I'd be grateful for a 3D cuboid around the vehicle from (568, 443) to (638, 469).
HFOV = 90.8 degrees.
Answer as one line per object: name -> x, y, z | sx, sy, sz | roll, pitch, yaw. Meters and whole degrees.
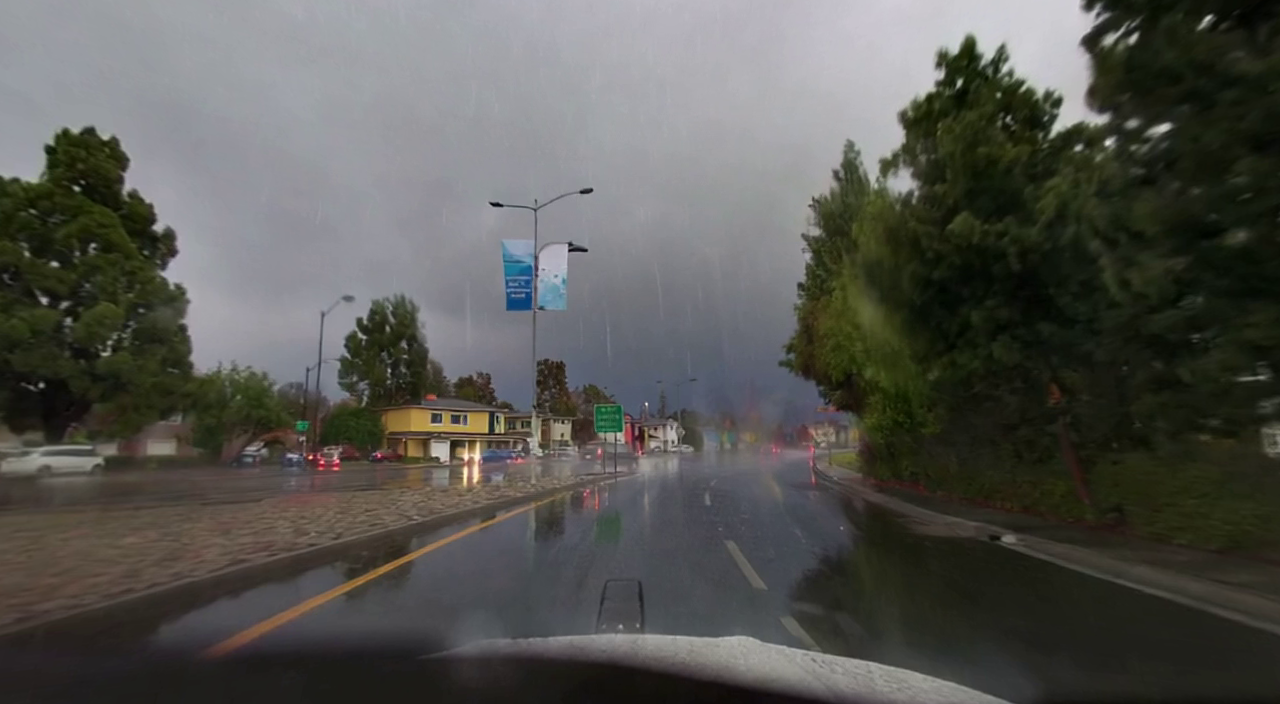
vehicle -> -2.218, 6.467, 39.473 | 2.081, 1.489, 4.863 | -5, -10, 29
